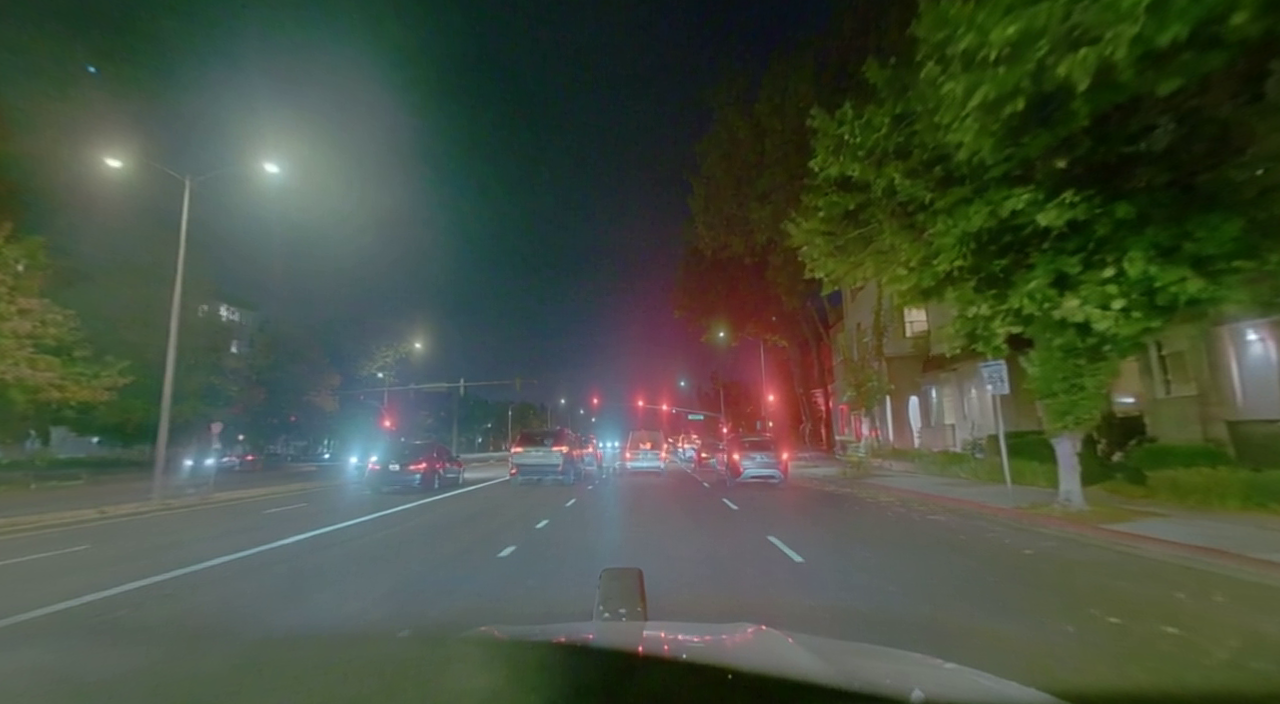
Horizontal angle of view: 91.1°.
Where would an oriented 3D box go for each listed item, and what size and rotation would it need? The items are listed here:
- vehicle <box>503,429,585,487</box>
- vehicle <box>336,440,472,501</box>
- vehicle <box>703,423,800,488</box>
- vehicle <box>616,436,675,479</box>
[{"bbox_3d":[-3.024,3.448,20.731,1.912,1.703,4.261,0,-8,1],"label":"vehicle"},{"bbox_3d":[-6.315,3.202,17.469,1.926,1.465,4.620,0,-8,1],"label":"vehicle"},{"bbox_3d":[3.397,3.273,20.142,2.141,1.833,4.704,0,-8,-1],"label":"vehicle"},{"bbox_3d":[0.176,3.952,23.775,2.021,1.461,3.862,0,-8,0],"label":"vehicle"}]
